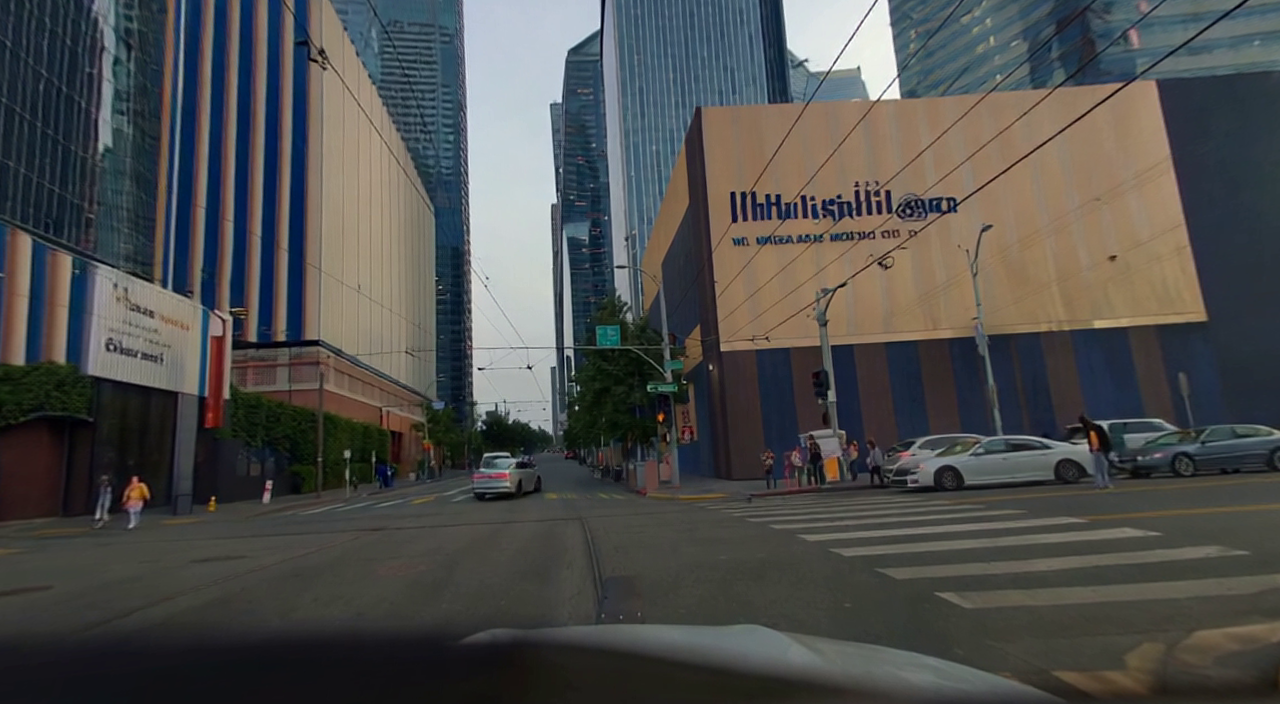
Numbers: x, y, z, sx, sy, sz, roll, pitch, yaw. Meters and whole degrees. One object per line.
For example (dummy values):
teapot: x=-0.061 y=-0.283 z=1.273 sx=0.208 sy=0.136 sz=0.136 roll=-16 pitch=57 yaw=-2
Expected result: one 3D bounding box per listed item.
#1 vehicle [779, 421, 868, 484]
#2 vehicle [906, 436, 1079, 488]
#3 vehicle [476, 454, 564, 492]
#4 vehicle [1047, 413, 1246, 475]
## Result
vehicle: x=7.579 y=4.141 z=26.634 sx=2.316 sy=2.425 sz=4.466 roll=1 pitch=-7 yaw=-2
vehicle: x=11.388 y=3.547 z=20.576 sx=4.697 sy=1.510 sz=1.596 roll=0 pitch=-9 yaw=-4
vehicle: x=-5.262 y=5.340 z=28.354 sx=1.797 sy=1.490 sz=4.549 roll=-3 pitch=-9 yaw=20
vehicle: x=16.754 y=3.057 z=21.078 sx=4.944 sy=1.946 sz=1.952 roll=0 pitch=-8 yaw=-3
